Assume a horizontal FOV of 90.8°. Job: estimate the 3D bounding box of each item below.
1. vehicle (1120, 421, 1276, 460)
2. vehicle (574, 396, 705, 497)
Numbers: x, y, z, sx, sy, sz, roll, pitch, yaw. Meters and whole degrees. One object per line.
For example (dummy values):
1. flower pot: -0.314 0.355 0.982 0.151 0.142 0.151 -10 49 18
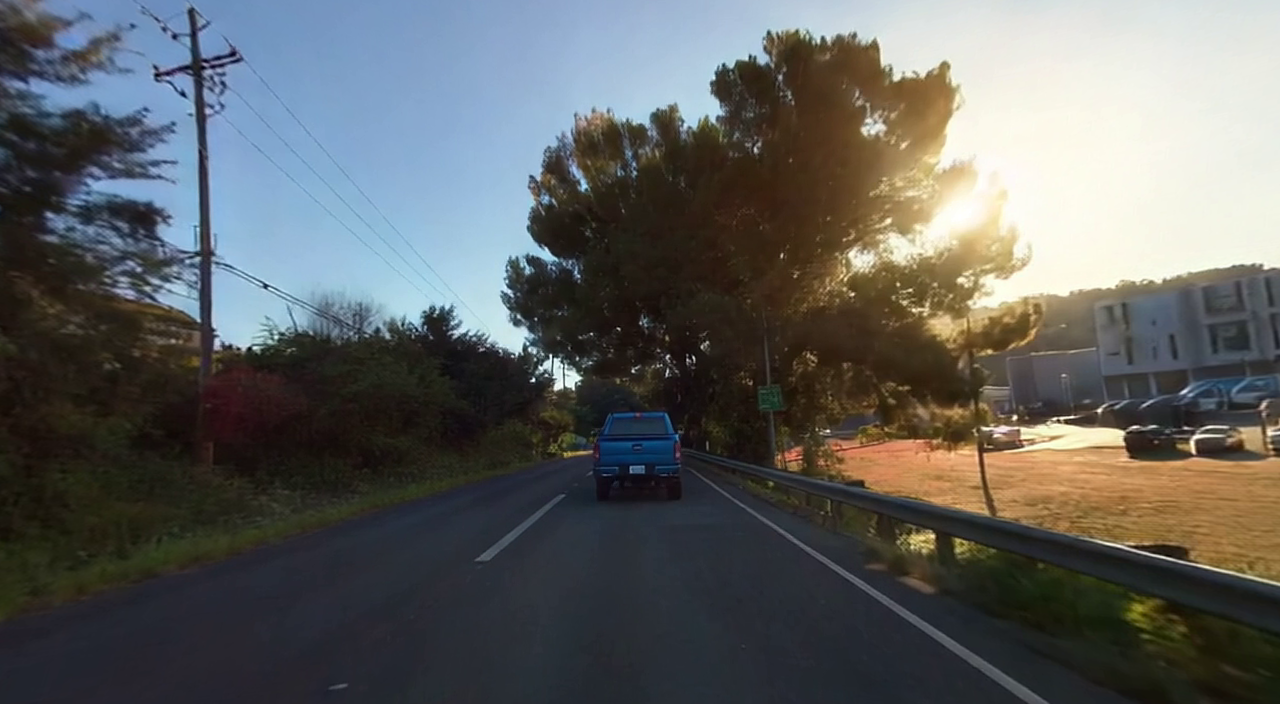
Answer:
1. vehicle: 31.452 5.077 35.987 2.323 2.002 6.310 2 -9 -13
2. vehicle: -0.047 2.729 18.428 3.021 2.326 7.410 0 -8 -1
